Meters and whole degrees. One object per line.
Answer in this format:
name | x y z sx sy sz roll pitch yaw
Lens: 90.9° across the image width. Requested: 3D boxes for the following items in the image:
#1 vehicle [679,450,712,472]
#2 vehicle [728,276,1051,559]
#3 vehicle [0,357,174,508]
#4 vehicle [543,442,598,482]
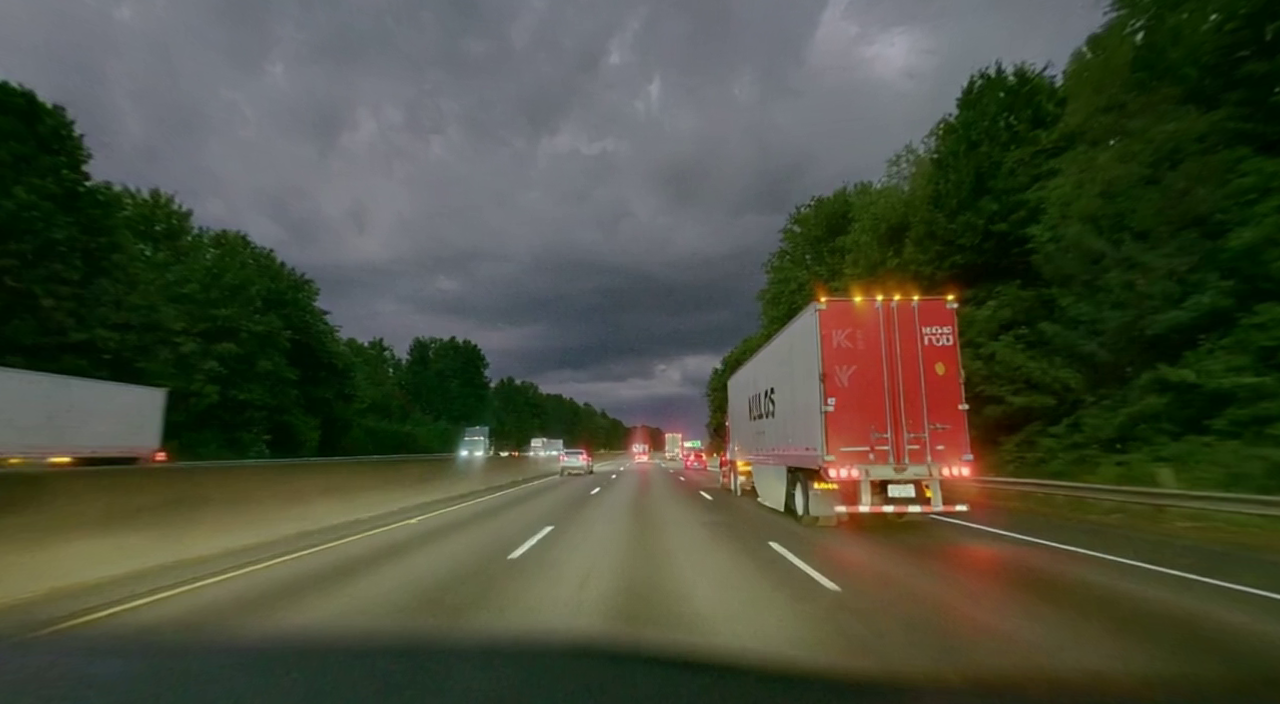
vehicle | 4.231 8.341 48.286 2.176 1.598 3.878 0 -9 0
vehicle | 4.234 1.726 14.428 2.914 3.998 11.103 0 -9 1
vehicle | -20.079 2.202 17.420 2.976 4.305 14.763 0 -9 1
vehicle | -3.129 5.085 29.345 2.017 1.683 4.309 0 -9 1
